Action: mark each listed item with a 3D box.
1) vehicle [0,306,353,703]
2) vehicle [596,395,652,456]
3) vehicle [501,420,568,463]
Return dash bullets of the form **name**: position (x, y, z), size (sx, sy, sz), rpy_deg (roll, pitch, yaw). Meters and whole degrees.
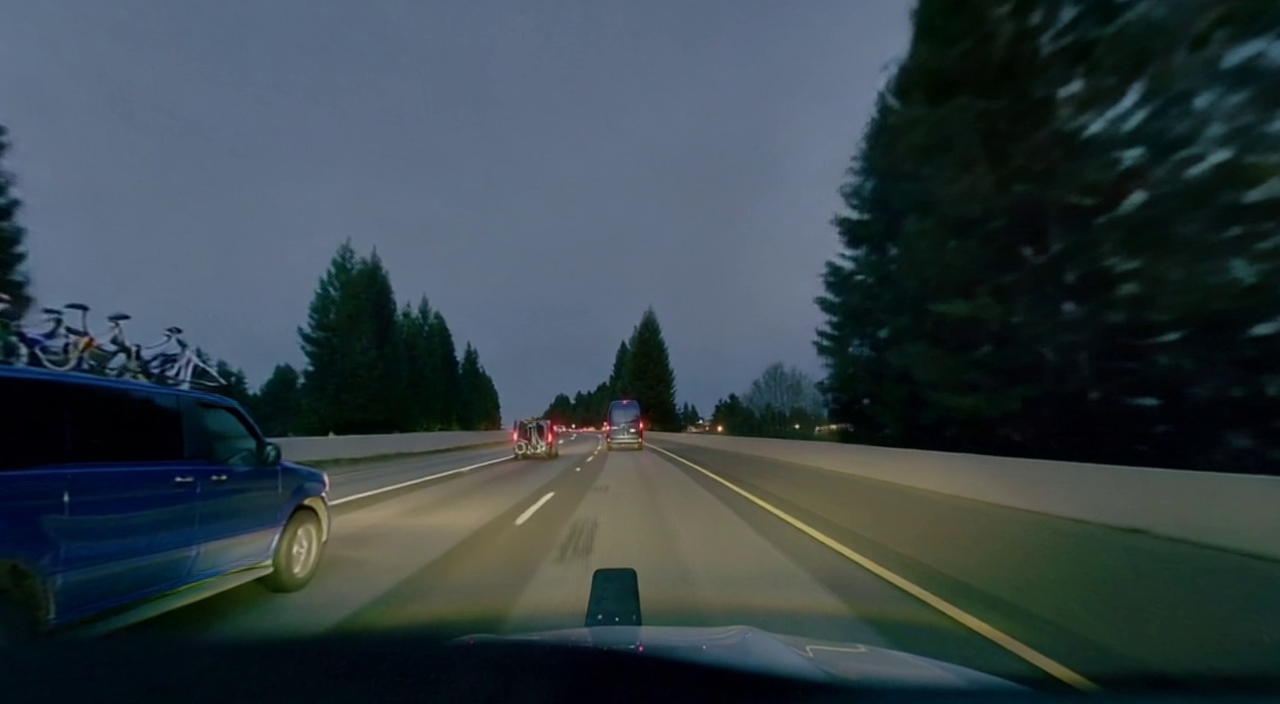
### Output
- **vehicle**: position (-3.704, 0.812, 3.501), size (2.069, 1.751, 4.720), rpy_deg (0, -8, -1)
- **vehicle**: position (-0.885, 3.969, 33.562), size (2.647, 2.896, 6.480), rpy_deg (0, -8, -2)
- **vehicle**: position (-4.307, 3.751, 26.454), size (2.110, 1.636, 4.453), rpy_deg (0, -8, -1)
